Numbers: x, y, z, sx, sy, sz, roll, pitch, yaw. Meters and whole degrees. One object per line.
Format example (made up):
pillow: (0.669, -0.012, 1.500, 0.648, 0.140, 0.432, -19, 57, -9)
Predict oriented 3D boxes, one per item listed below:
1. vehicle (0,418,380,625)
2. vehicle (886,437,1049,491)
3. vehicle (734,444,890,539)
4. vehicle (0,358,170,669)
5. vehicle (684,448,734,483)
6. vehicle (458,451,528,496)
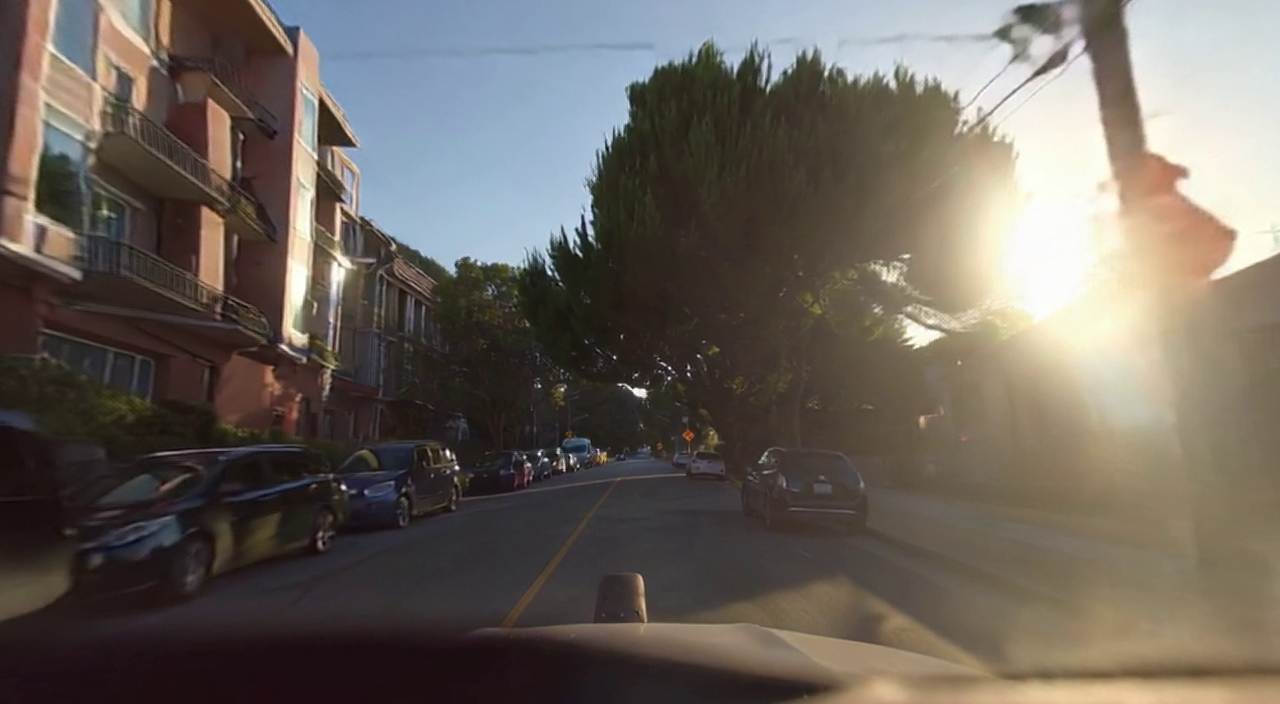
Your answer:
vehicle: (-5.352, 1.905, 8.071, 1.934, 1.810, 4.687, -1, -9, 2)
vehicle: (10.074, 3.467, 19.705, 4.001, 1.594, 1.914, 0, -8, 1)
vehicle: (3.072, 2.553, 12.198, 1.903, 1.512, 3.900, 0, -8, 0)
vehicle: (-5.377, 0.904, 2.823, 2.196, 2.059, 5.748, -2, -8, -1)
vehicle: (3.227, 5.383, 30.249, 1.835, 1.490, 4.134, 0, -9, -2)
vehicle: (-5.314, 4.428, 23.299, 1.722, 1.491, 3.431, 0, -8, 0)
